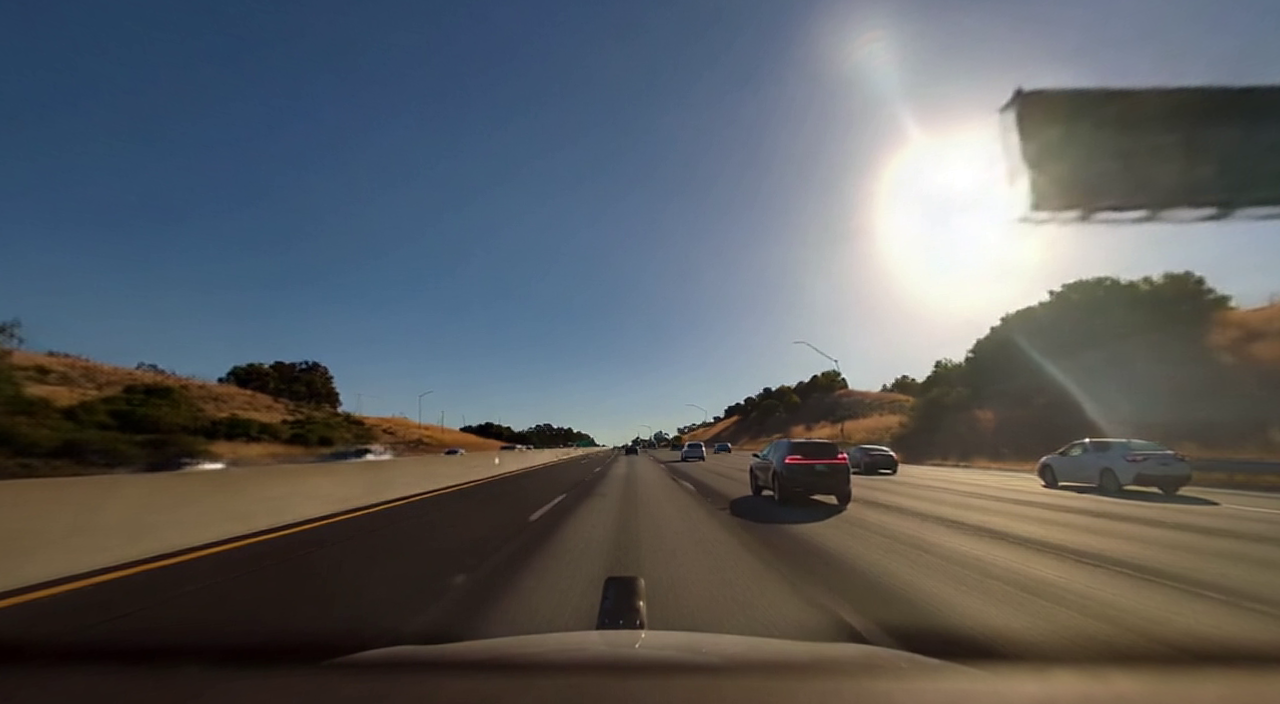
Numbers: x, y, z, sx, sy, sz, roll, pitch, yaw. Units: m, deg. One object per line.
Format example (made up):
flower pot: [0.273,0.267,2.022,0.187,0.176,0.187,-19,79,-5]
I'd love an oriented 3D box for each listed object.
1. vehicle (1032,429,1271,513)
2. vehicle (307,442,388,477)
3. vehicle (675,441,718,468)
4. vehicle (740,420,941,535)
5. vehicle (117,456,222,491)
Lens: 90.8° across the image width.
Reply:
vehicle: [10.958,2.549,14.024,1.844,1.560,4.085,0,-8,0]
vehicle: [-14.734,5.418,32.150,2.162,1.570,4.045,0,-8,0]
vehicle: [3.267,6.018,37.360,2.038,1.477,4.313,0,-8,-1]
vehicle: [3.204,2.112,11.280,1.977,1.601,4.598,0,-8,-1]
vehicle: [-22.283,5.744,30.139,1.802,1.429,4.151,0,-8,0]
